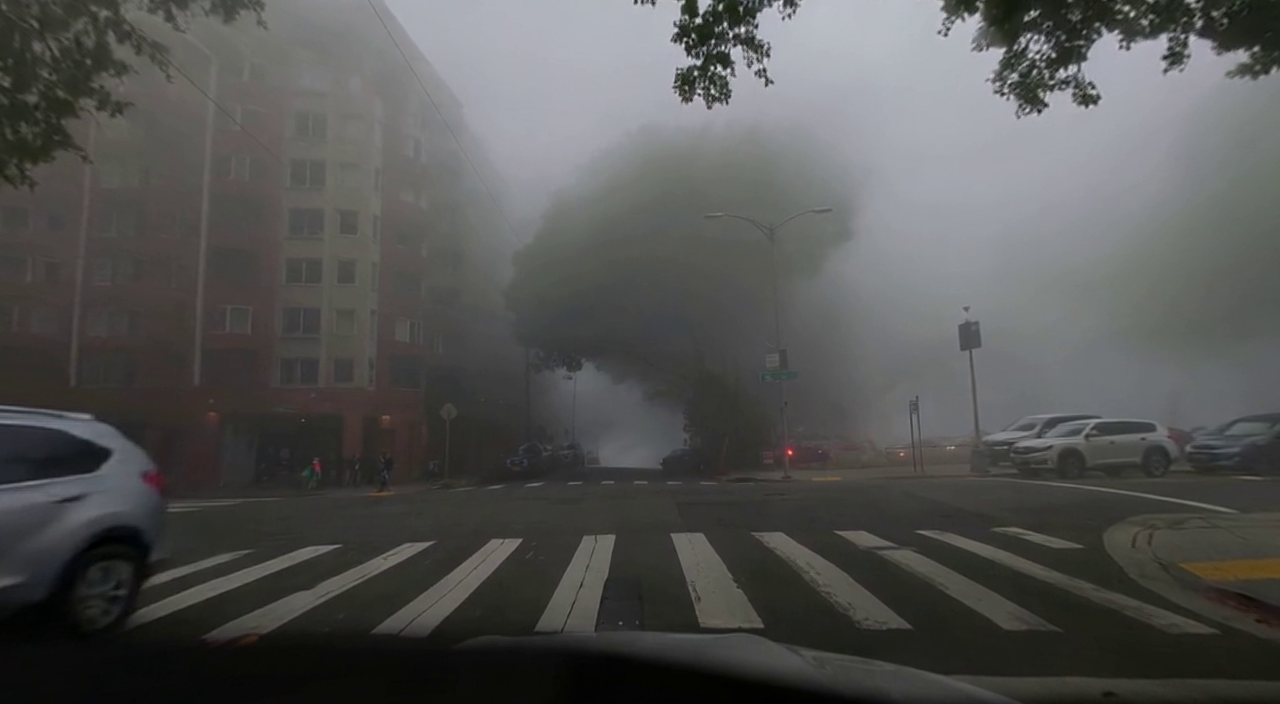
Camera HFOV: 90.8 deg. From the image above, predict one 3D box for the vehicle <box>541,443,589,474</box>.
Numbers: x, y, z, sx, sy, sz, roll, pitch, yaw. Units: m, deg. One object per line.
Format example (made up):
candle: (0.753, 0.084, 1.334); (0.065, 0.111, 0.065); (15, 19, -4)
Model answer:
vehicle: (-4.425, 6.348, 37.951); (2.102, 1.768, 4.290); (-1, -8, 3)

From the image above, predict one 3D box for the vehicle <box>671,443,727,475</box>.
vehicle: (3.191, 5.676, 33.728); (1.942, 1.603, 3.785); (-4, -9, 22)

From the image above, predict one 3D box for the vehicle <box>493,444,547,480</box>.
vehicle: (-7.601, 7.013, 40.567); (2.193, 1.814, 5.061); (-9, -9, 0)

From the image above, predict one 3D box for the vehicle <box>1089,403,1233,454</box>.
vehicle: (22.315, 3.398, 27.433); (2.137, 1.962, 4.988); (-1, -9, 3)

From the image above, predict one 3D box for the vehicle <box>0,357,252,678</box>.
vehicle: (-5.008, 0.958, 3.078); (2.395, 1.865, 5.982); (-5, -9, 1)

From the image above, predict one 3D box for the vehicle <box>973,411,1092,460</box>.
vehicle: (16.753, 3.654, 27.288); (2.041, 1.921, 4.574); (0, -9, -2)

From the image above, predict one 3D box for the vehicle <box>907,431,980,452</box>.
vehicle: (23.033, 6.817, 48.078); (4.528, 1.475, 2.070); (-1, -8, 3)

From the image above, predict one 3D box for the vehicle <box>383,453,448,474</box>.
vehicle: (-16.895, 8.382, 47.647); (4.203, 1.544, 1.889); (0, -8, 1)
